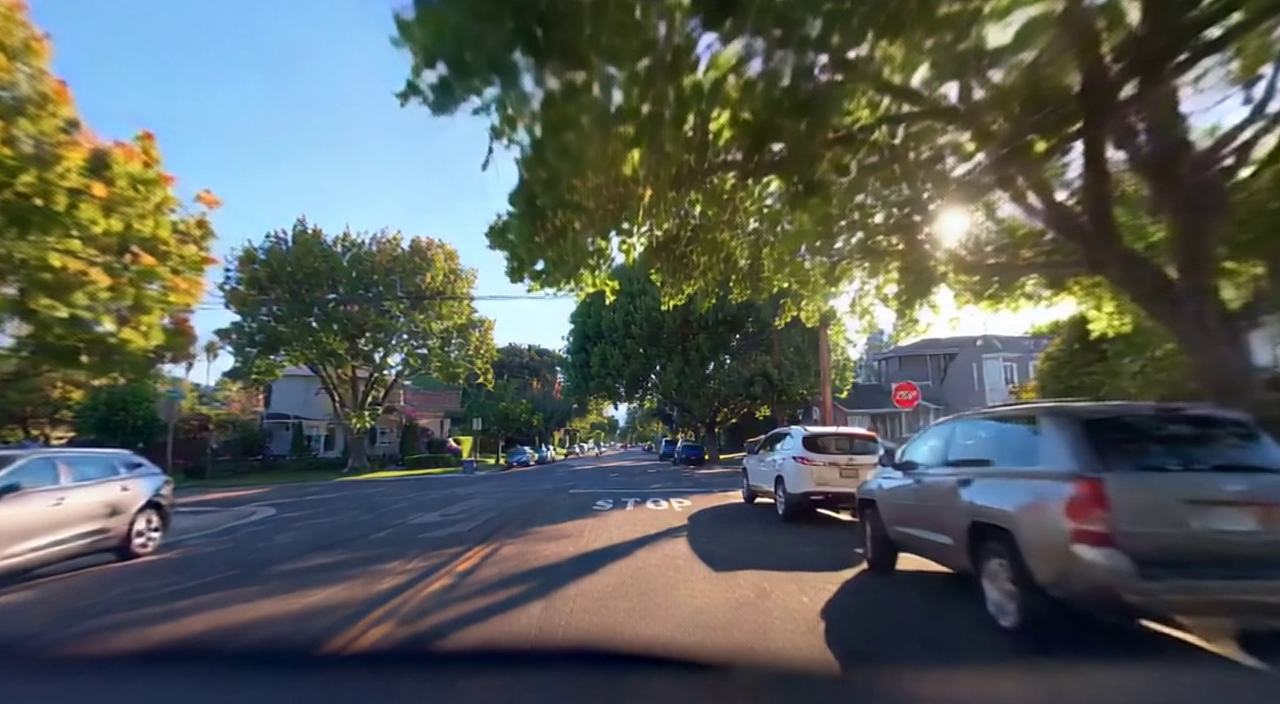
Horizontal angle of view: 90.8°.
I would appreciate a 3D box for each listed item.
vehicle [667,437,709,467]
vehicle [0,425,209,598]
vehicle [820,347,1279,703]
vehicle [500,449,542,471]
[{"bbox_3d":[2.874,6.133,38.814,2.114,1.708,4.474,0,-9,-1],"label":"vehicle"},{"bbox_3d":[-7.250,1.791,6.967,1.980,1.664,4.342,-5,-11,0],"label":"vehicle"},{"bbox_3d":[3.184,1.175,5.390,1.993,1.778,4.311,0,-9,0],"label":"vehicle"},{"bbox_3d":[-7.450,6.774,39.932,1.926,1.307,3.909,0,-9,0],"label":"vehicle"}]
